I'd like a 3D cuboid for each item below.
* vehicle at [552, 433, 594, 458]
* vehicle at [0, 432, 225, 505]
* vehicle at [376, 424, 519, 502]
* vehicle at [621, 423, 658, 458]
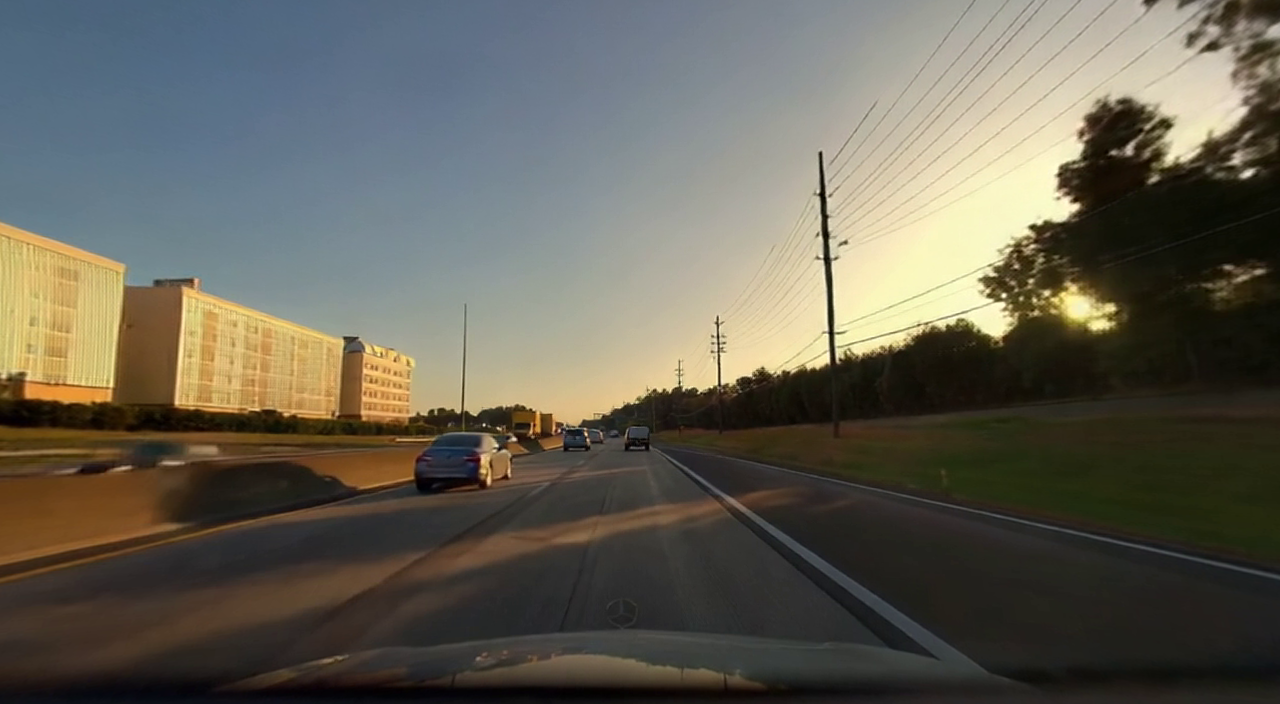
[{"bbox_3d":[-4.079,5.777,39.029,2.087,1.464,4.853,0,-8,0],"label":"vehicle"},{"bbox_3d":[-13.058,2.853,15.998,1.915,1.557,4.512,0,-8,0],"label":"vehicle"},{"bbox_3d":[-4.299,2.528,14.818,2.058,1.557,4.125,0,-8,0],"label":"vehicle"},{"bbox_3d":[-0.078,5.543,39.522,2.213,1.997,4.456,0,-8,-1],"label":"vehicle"}]
